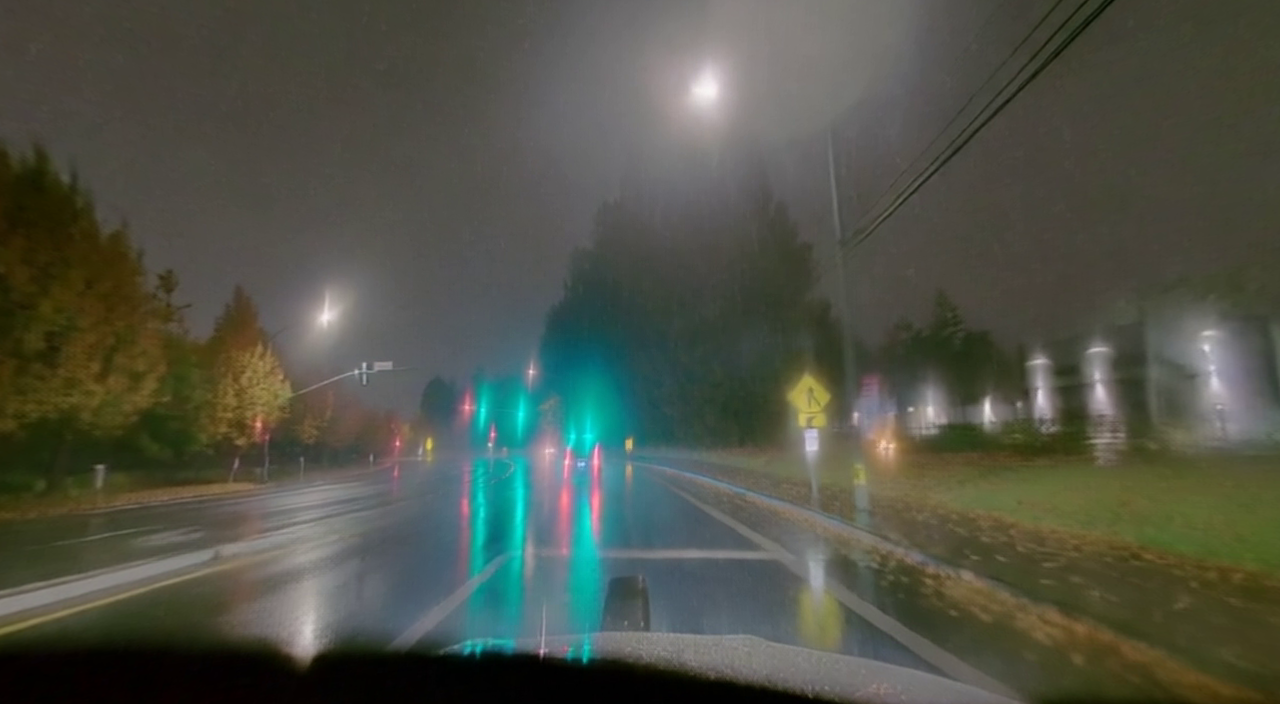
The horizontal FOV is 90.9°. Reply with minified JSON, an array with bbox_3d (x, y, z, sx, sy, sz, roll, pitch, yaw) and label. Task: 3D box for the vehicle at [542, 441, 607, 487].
[{"bbox_3d":[-2.525,4.084,23.366,2.148,1.521,4.089,1,-8,-9],"label":"vehicle"}]
